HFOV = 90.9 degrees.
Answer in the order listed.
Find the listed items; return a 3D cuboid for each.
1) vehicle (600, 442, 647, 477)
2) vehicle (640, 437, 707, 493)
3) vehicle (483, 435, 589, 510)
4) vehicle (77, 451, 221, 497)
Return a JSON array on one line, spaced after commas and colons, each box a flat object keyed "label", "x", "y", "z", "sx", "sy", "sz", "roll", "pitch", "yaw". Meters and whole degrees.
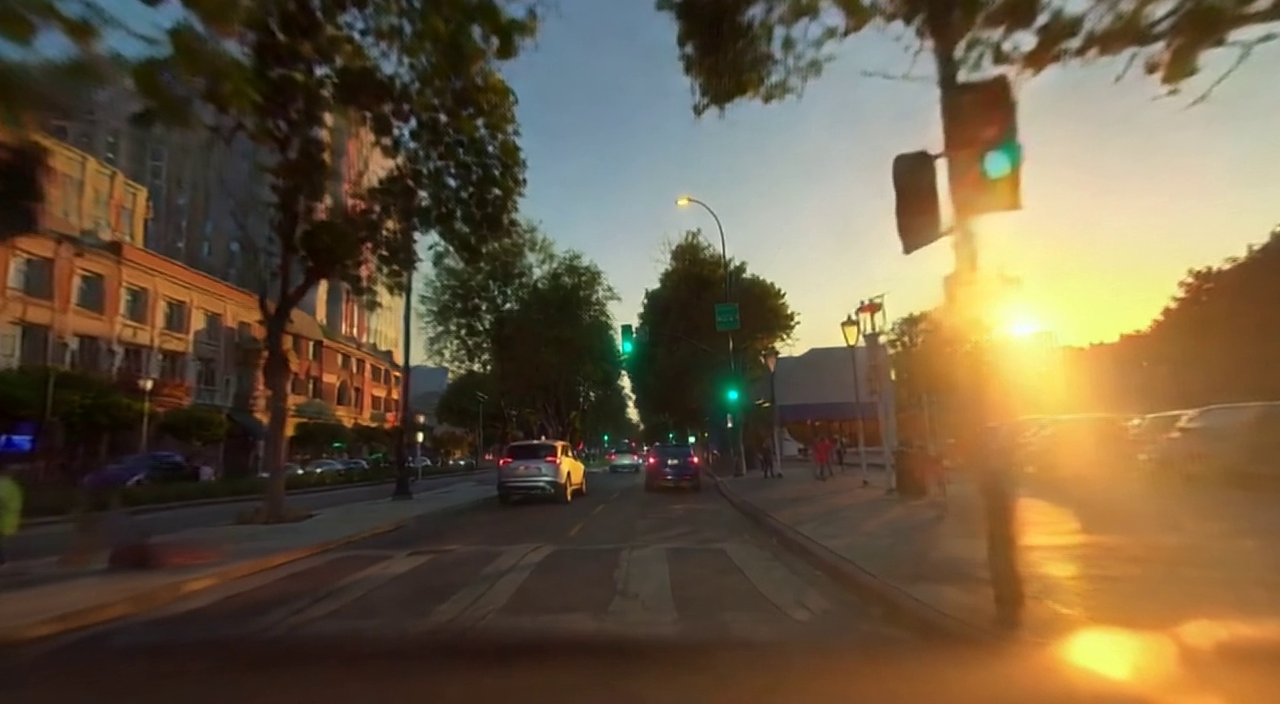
[{"label": "vehicle", "x": -0.857, "y": 6.043, "z": 35.890, "sx": 2.220, "sy": 1.847, "sz": 4.587, "roll": -1, "pitch": -8, "yaw": 4}, {"label": "vehicle", "x": 1.128, "y": 3.849, "z": 21.912, "sx": 2.120, "sy": 1.758, "sz": 3.917, "roll": 0, "pitch": -8, "yaw": 2}, {"label": "vehicle", "x": -2.598, "y": 3.103, "z": 16.754, "sx": 1.940, "sy": 1.722, "sz": 3.823, "roll": -1, "pitch": -8, "yaw": 4}, {"label": "vehicle", "x": -24.648, "y": 6.074, "z": 32.082, "sx": 2.144, "sy": 1.993, "sz": 6.287, "roll": 0, "pitch": -8, "yaw": 1}]
